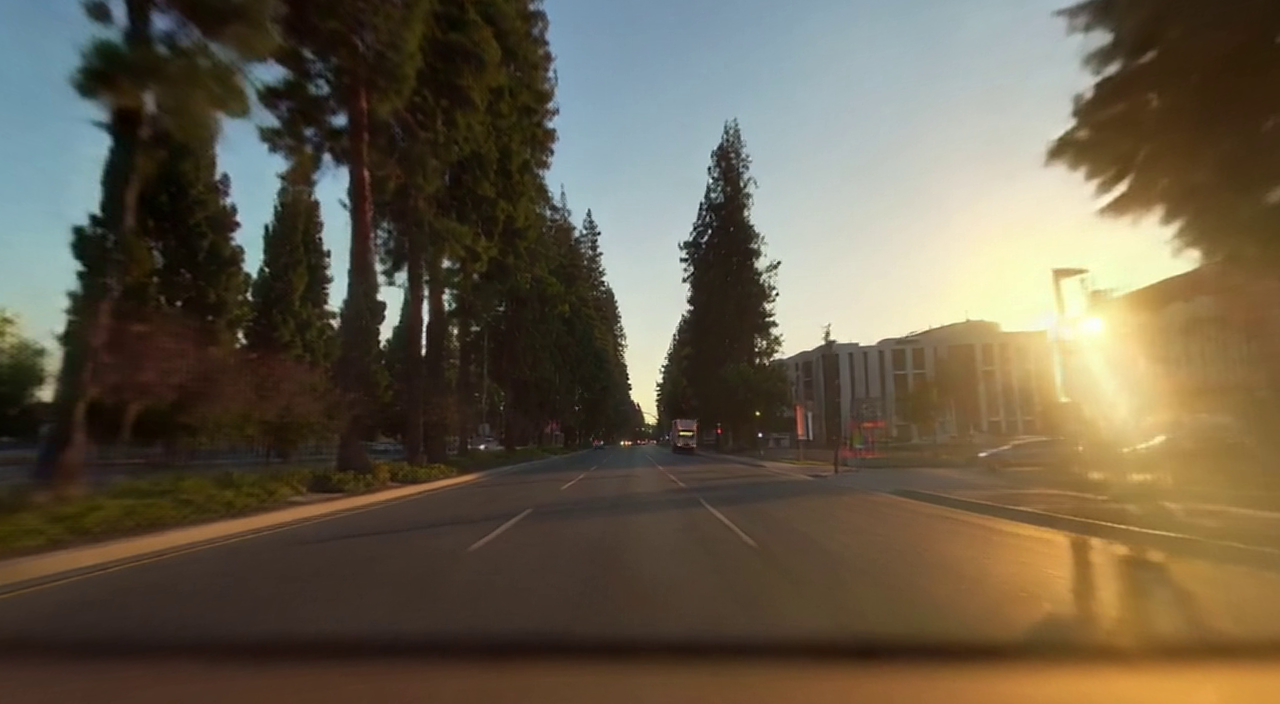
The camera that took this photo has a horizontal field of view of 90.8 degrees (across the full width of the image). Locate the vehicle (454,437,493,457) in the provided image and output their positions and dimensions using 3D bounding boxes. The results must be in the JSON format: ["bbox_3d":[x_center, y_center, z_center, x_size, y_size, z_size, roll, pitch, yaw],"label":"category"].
[{"bbox_3d":[-12.758,7.274,48.563,1.887,1.447,4.031,0,-8,0],"label":"vehicle"}]

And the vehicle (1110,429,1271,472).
[{"bbox_3d":[21.277,3.828,24.573,4.416,1.561,1.876,0,-9,1],"label":"vehicle"}]

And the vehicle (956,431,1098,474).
[{"bbox_3d":[14.899,3.893,24.500,4.296,1.596,1.807,0,-9,0],"label":"vehicle"}]
